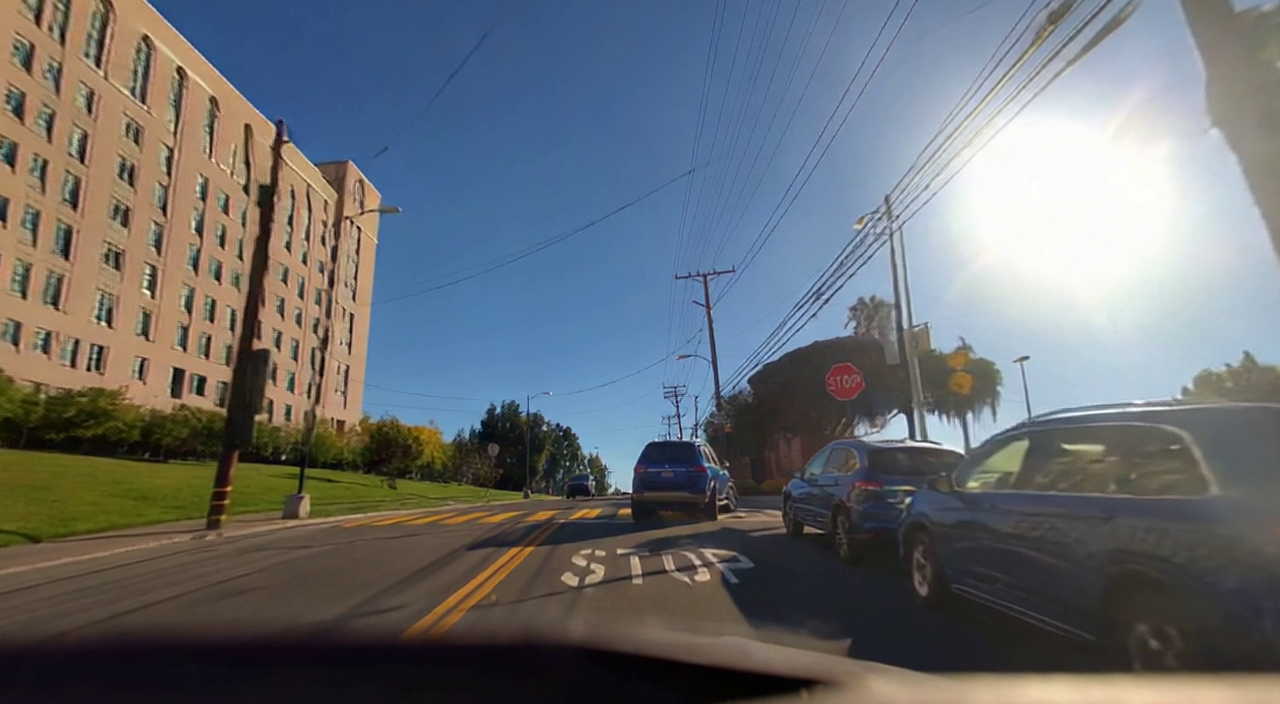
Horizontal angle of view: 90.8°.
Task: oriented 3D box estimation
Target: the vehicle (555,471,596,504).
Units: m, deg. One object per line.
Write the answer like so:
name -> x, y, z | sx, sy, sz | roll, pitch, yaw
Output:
vehicle -> -3.575, 7.573, 35.605 | 1.911, 1.563, 4.057 | 0, -8, 0

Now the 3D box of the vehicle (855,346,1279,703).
vehicle -> 3.267, 1.117, 4.085 | 2.039, 1.731, 4.428 | 0, -8, -2

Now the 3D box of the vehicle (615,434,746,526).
vehicle -> 1.178, 2.909, 15.108 | 2.214, 1.789, 4.872 | -2, -9, 14
